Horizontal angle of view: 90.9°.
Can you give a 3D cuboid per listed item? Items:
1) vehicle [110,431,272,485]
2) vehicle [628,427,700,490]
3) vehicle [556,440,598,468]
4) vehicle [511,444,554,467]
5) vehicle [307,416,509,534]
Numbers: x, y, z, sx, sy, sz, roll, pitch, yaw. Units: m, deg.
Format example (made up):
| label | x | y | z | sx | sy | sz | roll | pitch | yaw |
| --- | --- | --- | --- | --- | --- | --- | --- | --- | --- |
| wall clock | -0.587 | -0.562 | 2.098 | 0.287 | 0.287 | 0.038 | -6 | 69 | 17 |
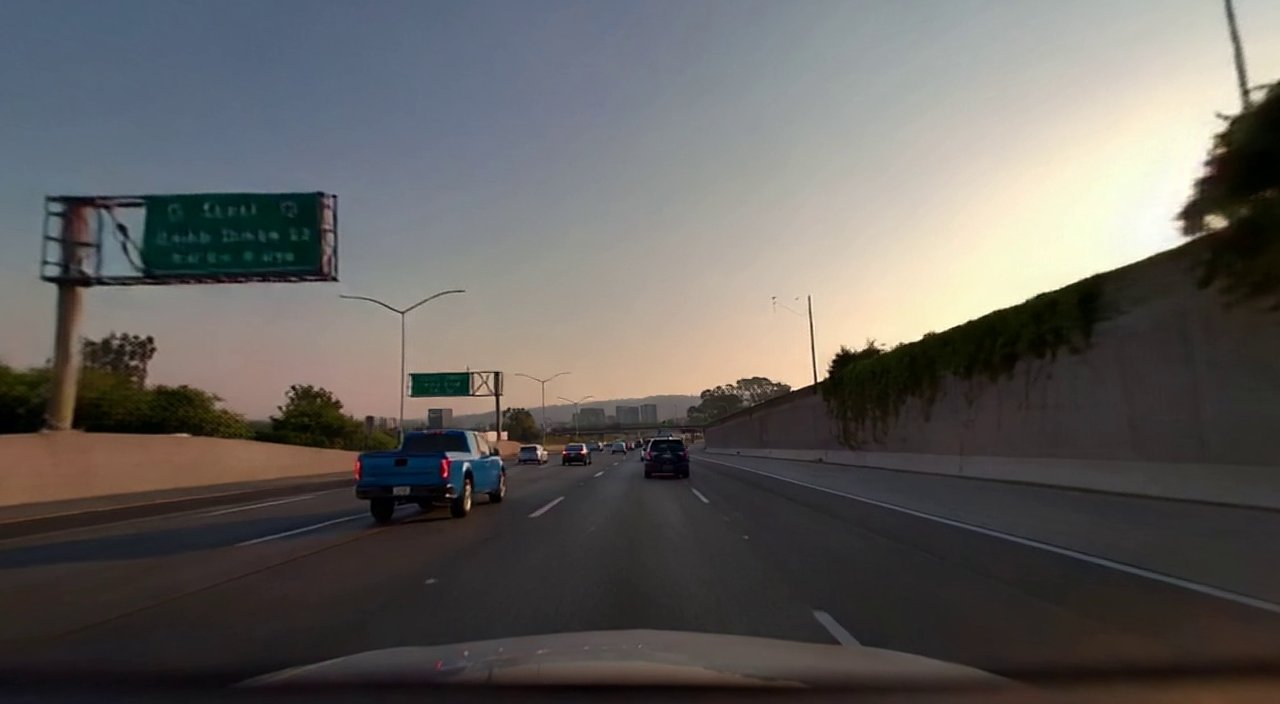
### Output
| label | x | y | z | sx | sy | sz | roll | pitch | yaw |
| --- | --- | --- | --- | --- | --- | --- | --- | --- | --- |
| vehicle | -16.159 | 3.842 | 23.129 | 2.058 | 1.758 | 4.937 | -1 | -9 | 3 |
| vehicle | 0.700 | 3.442 | 20.714 | 2.083 | 1.792 | 4.782 | 0 | -9 | 0 |
| vehicle | -3.787 | 6.230 | 38.556 | 1.961 | 1.591 | 4.756 | 0 | -9 | 1 |
| vehicle | -7.394 | 7.174 | 43.937 | 2.081 | 1.463 | 4.749 | 0 | -9 | 1 |
| vehicle | -4.132 | 2.289 | 12.385 | 1.954 | 1.792 | 5.187 | 0 | -9 | 0 |
